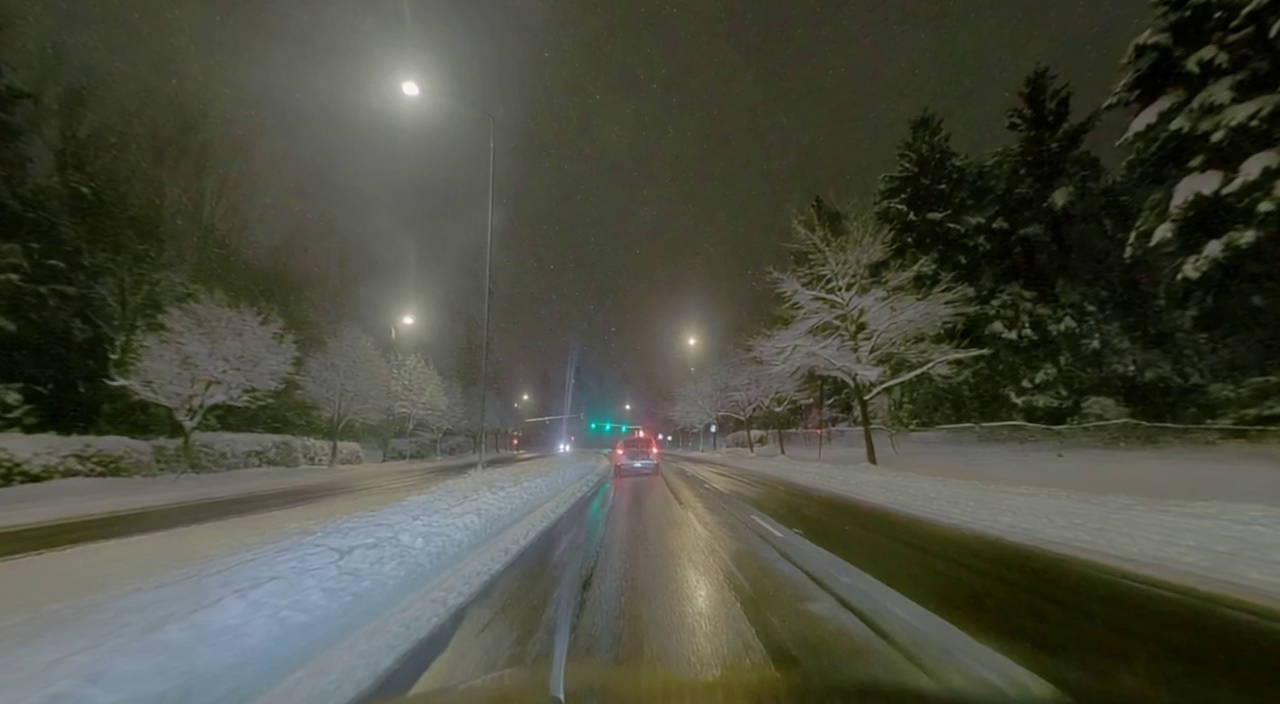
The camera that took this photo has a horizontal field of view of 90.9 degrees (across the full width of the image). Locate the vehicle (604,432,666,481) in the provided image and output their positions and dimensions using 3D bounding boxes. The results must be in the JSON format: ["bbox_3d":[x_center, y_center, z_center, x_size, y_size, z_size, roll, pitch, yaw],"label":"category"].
[{"bbox_3d":[-0.164,3.993,24.314,2.192,1.734,4.176,0,-8,0],"label":"vehicle"}]
